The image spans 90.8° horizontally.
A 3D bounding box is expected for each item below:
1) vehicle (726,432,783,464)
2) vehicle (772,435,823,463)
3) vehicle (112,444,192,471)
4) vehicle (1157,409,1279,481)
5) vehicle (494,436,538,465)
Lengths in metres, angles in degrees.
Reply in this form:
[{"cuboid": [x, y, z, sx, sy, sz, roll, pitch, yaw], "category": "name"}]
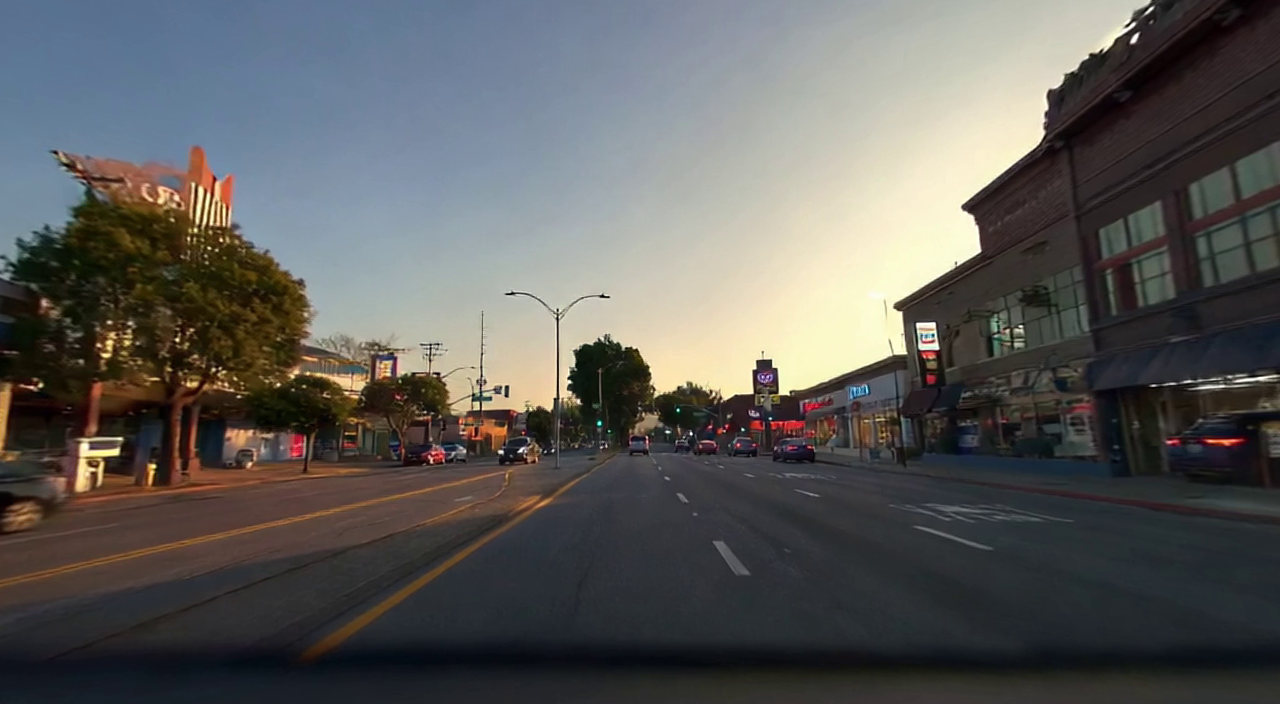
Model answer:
[{"cuboid": [6.312, 5.387, 35.380, 1.974, 1.679, 4.611, 0, -9, -4], "category": "vehicle"}, {"cuboid": [9.854, 6.136, 39.946, 2.019, 1.694, 4.491, 0, -9, -1], "category": "vehicle"}, {"cuboid": [-34.133, 7.457, 44.396, 1.821, 1.531, 4.703, -3, -13, 0], "category": "vehicle"}, {"cuboid": [17.162, 2.531, 17.255, 4.353, 1.813, 1.836, 0, -9, -1], "category": "vehicle"}, {"cuboid": [-7.991, 6.428, 41.271, 1.946, 1.794, 4.799, 0, -9, -1], "category": "vehicle"}]
